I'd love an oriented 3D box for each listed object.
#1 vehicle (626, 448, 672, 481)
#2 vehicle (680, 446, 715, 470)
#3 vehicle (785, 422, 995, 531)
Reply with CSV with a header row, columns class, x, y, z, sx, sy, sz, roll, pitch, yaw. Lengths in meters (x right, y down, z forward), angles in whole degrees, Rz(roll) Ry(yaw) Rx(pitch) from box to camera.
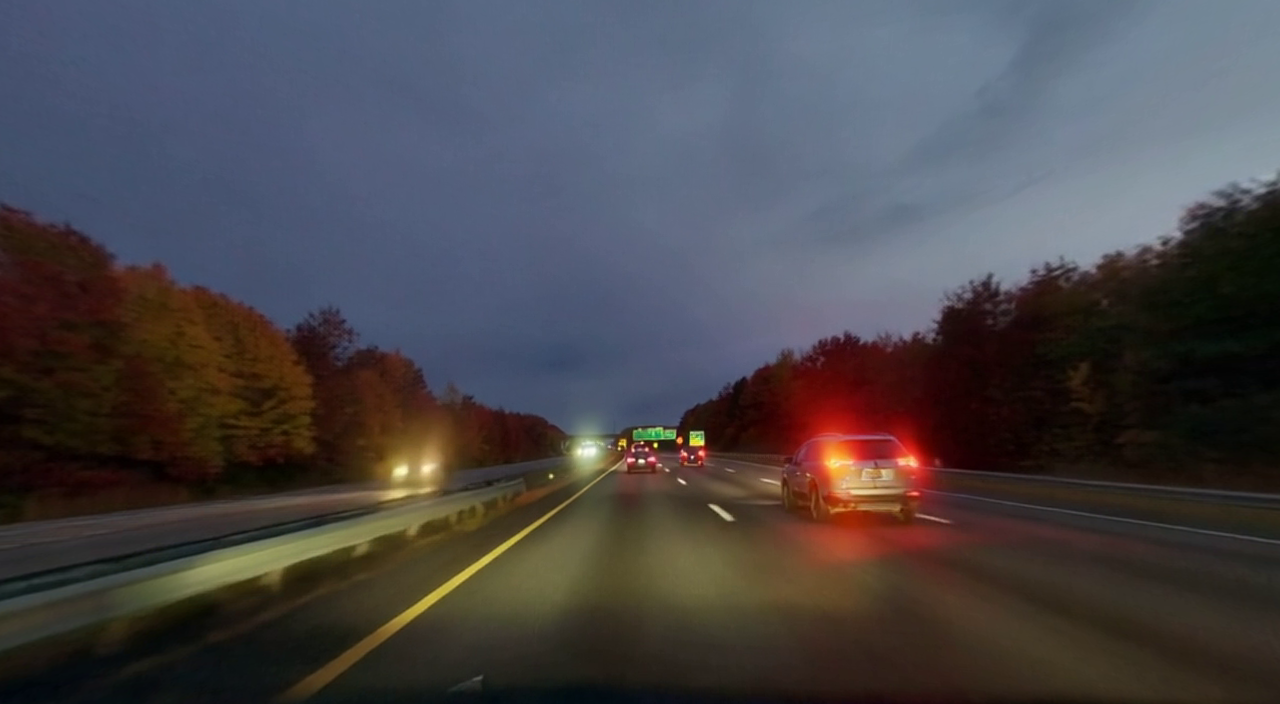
class,x,y,z,sx,sy,sz,roll,pitch,yaw
vehicle,0.376,5.246,29.493,2.037,1.418,3.793,0,-9,-1
vehicle,3.881,7.275,43.115,1.959,1.528,4.207,0,-9,-1
vehicle,4.522,2.347,12.291,2.250,1.718,4.358,0,-9,-1
